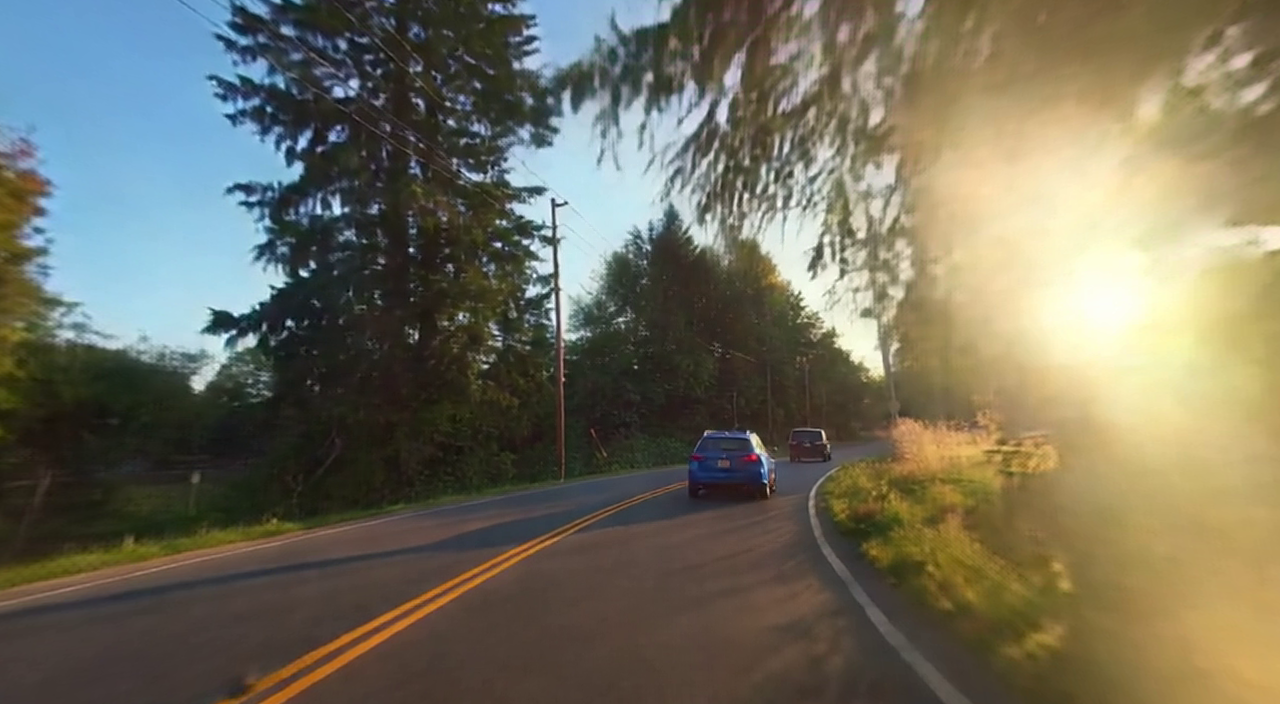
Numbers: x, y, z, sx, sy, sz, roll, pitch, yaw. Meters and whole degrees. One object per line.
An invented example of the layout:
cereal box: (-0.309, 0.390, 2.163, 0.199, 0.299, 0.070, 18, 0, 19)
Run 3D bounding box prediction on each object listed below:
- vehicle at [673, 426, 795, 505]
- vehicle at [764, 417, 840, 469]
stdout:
vehicle: (2.375, 2.609, 14.922, 2.157, 1.565, 4.243, -3, -9, 18)
vehicle: (7.703, 4.282, 29.440, 2.376, 2.145, 5.953, -4, -9, 24)
